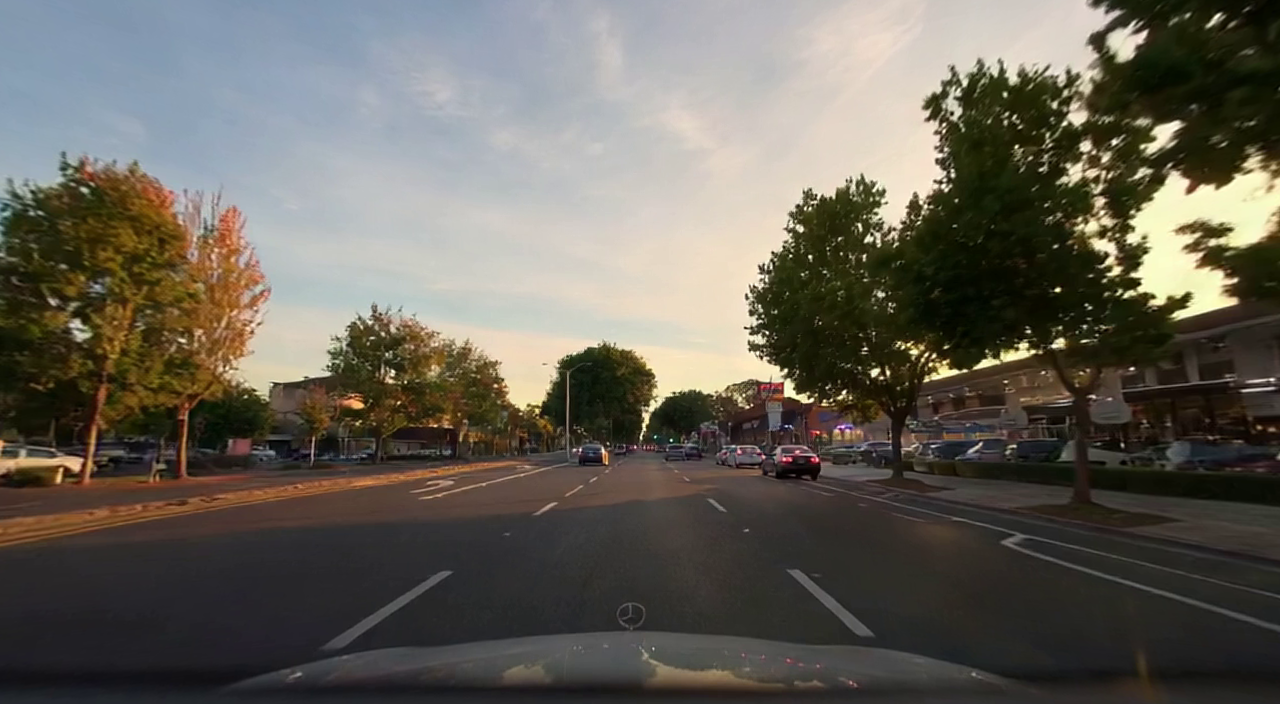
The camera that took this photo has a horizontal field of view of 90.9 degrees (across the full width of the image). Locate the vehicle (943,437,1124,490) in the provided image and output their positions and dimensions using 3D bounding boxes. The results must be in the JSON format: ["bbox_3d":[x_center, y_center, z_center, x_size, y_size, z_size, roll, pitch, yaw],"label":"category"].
[{"bbox_3d":[12.833,3.634,20.812,4.597,1.643,1.932,0,-8,2],"label":"vehicle"}]

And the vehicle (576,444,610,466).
[{"bbox_3d":[-3.255,7.217,44.264,2.005,1.446,4.265,0,-8,0],"label":"vehicle"}]

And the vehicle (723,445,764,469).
[{"bbox_3d":[6.945,7.115,42.919,1.869,1.516,4.767,0,-8,-1],"label":"vehicle"}]

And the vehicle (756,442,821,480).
[{"bbox_3d":[6.759,4.988,29.131,1.934,1.641,4.117,0,-8,-1],"label":"vehicle"}]
